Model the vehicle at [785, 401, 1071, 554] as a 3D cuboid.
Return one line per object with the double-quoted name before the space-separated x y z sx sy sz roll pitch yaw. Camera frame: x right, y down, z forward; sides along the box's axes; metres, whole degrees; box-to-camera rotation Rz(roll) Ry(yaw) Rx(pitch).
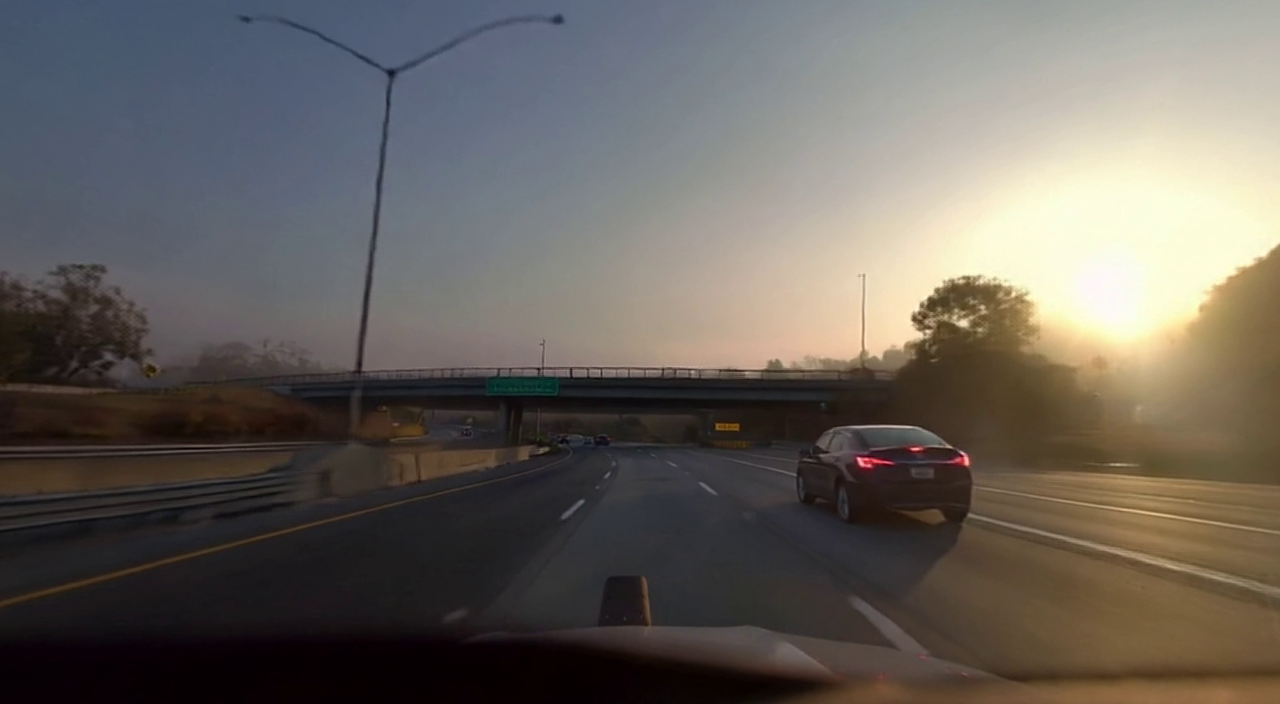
"vehicle" 3.785 1.748 9.533 2.039 1.701 4.834 0 -8 0
